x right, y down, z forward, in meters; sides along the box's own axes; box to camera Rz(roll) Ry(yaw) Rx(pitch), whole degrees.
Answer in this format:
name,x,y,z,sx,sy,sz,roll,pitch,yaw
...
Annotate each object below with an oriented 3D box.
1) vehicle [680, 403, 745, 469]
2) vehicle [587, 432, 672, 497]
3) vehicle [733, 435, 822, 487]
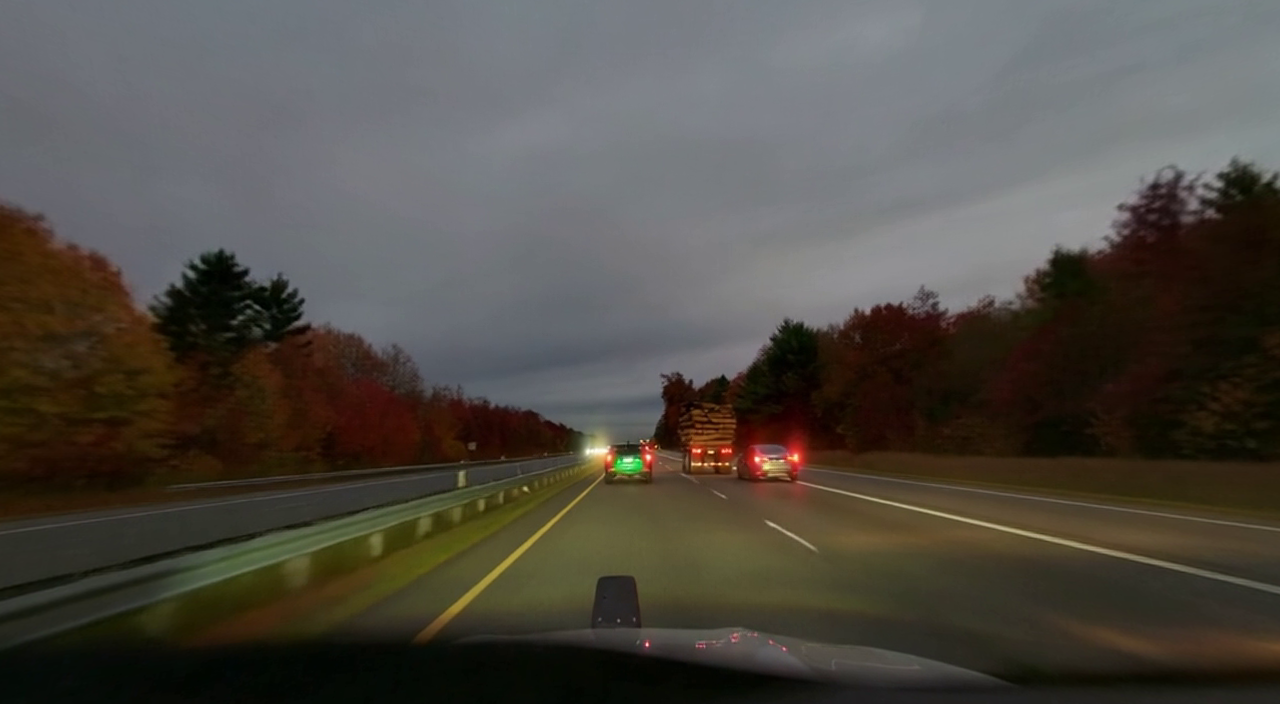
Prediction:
name,x,y,z,sx,sy,sz,roll,pitch,yaw
vehicle,4.585,5.634,41.530,3.125,3.895,8.461,0,-9,-1
vehicle,-0.280,3.302,18.784,2.263,1.699,3.936,-1,-9,0
vehicle,4.864,3.925,22.920,2.057,1.660,4.525,0,-9,-2
